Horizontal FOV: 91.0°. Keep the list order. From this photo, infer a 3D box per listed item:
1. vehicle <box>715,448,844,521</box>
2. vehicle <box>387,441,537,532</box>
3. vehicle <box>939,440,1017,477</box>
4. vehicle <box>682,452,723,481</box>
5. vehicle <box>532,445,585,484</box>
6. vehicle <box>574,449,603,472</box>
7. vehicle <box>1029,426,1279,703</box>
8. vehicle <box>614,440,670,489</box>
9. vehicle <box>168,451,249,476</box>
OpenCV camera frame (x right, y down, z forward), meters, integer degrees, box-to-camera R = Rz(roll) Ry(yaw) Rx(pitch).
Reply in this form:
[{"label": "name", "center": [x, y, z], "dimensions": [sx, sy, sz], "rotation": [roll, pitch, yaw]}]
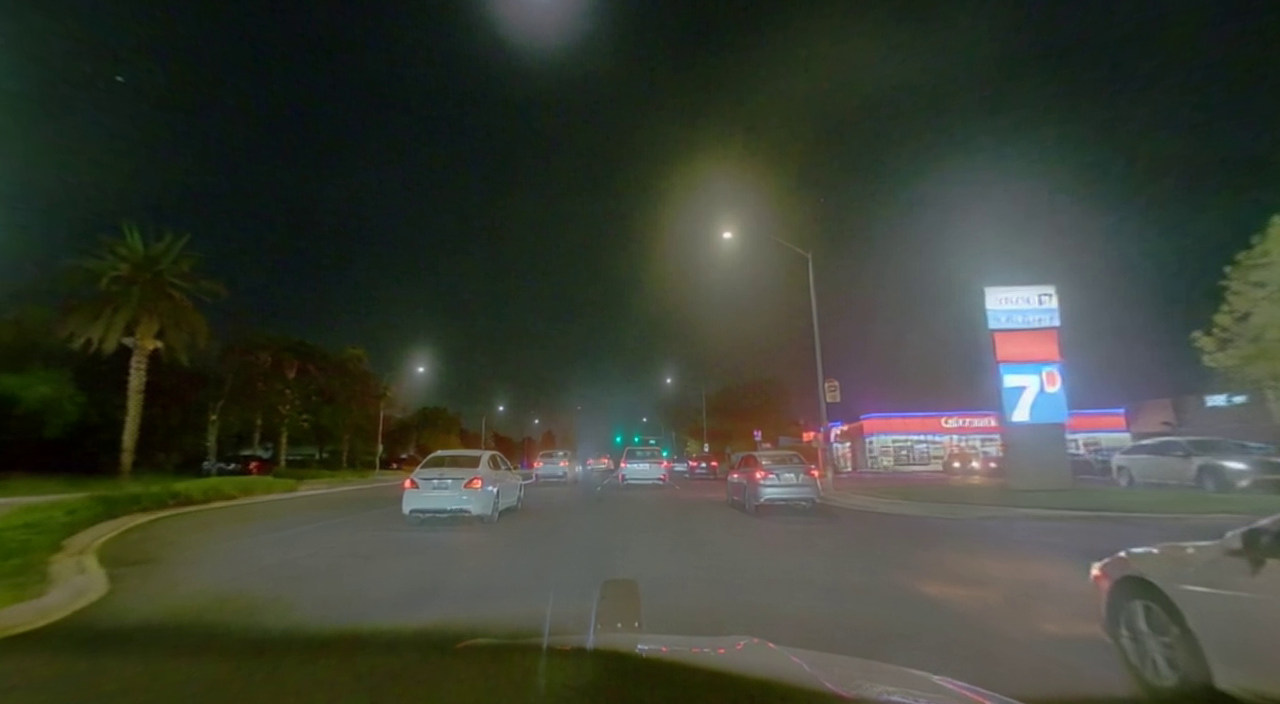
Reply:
[{"label": "vehicle", "center": [3.204, 3.129, 15.491], "dimensions": [1.977, 1.480, 4.589], "rotation": [0, -8, -2]}, {"label": "vehicle", "center": [-3.331, 2.575, 12.681], "dimensions": [1.864, 1.505, 4.202], "rotation": [0, -8, -1]}, {"label": "vehicle", "center": [18.367, 5.784, 34.447], "dimensions": [1.905, 1.833, 4.347], "rotation": [0, -8, 2]}, {"label": "vehicle", "center": [3.496, 6.505, 35.916], "dimensions": [1.880, 1.476, 3.932], "rotation": [0, -8, -1]}, {"label": "vehicle", "center": [-3.818, 5.326, 30.156], "dimensions": [1.932, 1.695, 4.235], "rotation": [0, -8, 0]}, {"label": "vehicle", "center": [-3.937, 8.321, 48.447], "dimensions": [1.871, 1.673, 3.920], "rotation": [0, -8, 0]}, {"label": "vehicle", "center": [3.687, 0.968, 2.152], "dimensions": [1.867, 1.448, 4.436], "rotation": [0, -8, 0]}, {"label": "vehicle", "center": [0.046, 4.687, 26.511], "dimensions": [2.164, 1.867, 4.254], "rotation": [0, -8, -1]}, {"label": "vehicle", "center": [-30.301, 7.823, 44.277], "dimensions": [4.123, 1.648, 2.053], "rotation": [0, -9, 0]}]
